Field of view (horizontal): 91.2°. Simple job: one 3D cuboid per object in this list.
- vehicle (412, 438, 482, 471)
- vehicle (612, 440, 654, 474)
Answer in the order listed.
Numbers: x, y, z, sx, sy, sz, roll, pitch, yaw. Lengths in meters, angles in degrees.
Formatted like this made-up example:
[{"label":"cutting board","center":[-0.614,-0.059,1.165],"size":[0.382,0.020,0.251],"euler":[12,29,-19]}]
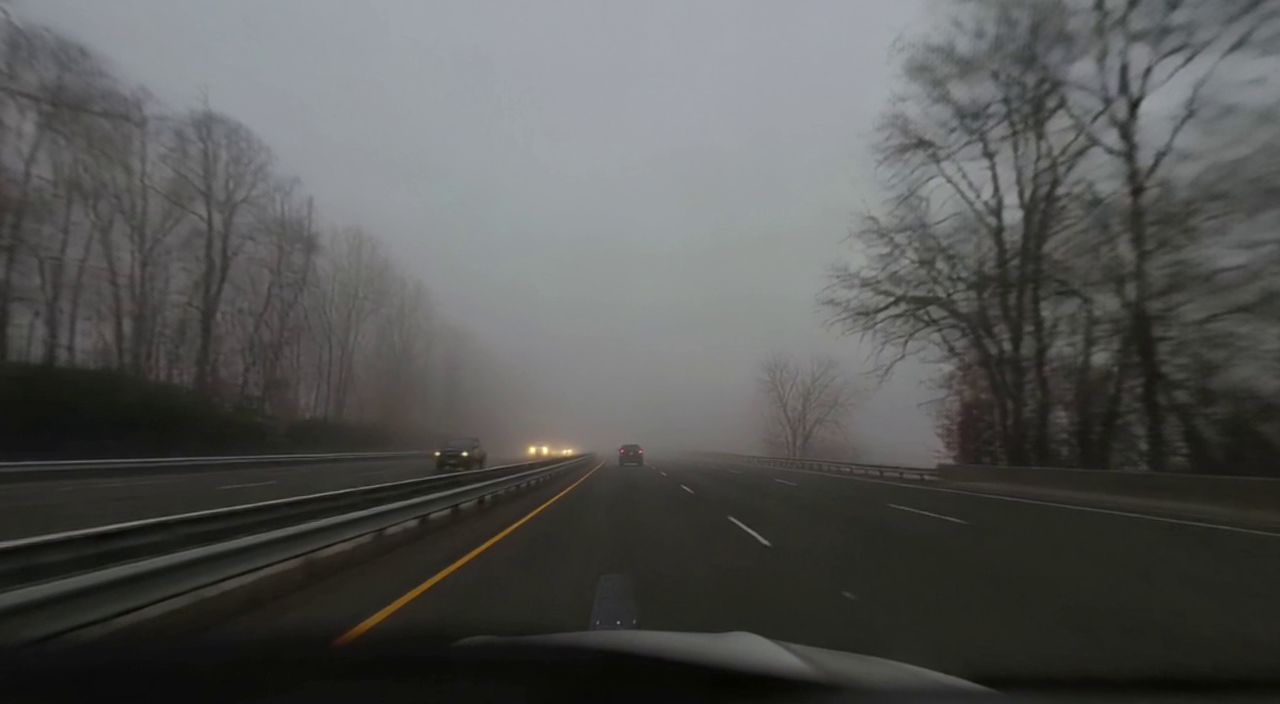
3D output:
[{"label":"vehicle","center":[-9.554,5.118,31.478],"size":[2.088,1.500,4.613],"euler":[0,-9,-1]},{"label":"vehicle","center":[-0.422,5.725,34.279],"size":[2.151,1.693,4.201],"euler":[0,-9,-1]}]
